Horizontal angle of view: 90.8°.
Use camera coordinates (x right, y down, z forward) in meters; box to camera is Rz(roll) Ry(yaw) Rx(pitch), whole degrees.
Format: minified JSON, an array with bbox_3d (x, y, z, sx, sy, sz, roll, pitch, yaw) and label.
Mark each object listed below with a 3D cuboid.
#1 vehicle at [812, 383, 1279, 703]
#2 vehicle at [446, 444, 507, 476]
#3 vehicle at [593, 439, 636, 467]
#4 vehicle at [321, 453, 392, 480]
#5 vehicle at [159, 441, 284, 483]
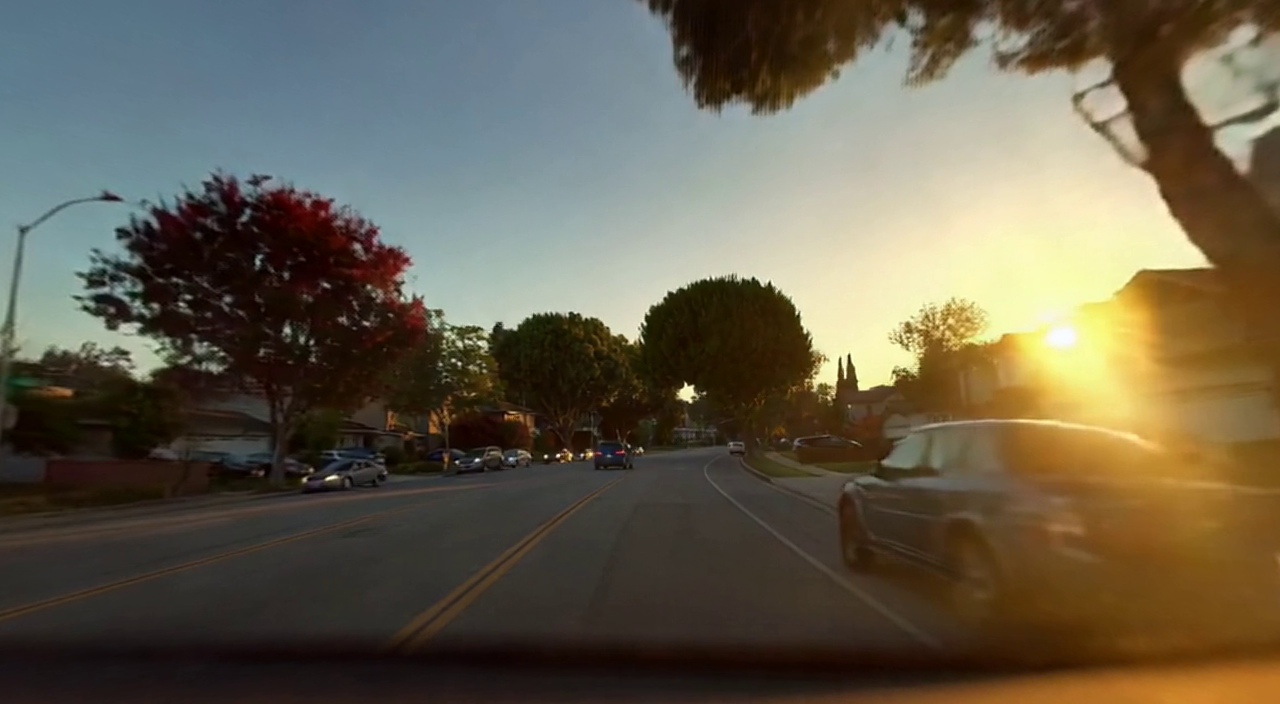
[{"bbox_3d":[3.444,1.331,5.287,2.558,1.636,5.261,0,-8,0],"label":"vehicle"},{"bbox_3d":[-11.274,7.482,44.081,2.157,1.882,5.479,-6,-9,7],"label":"vehicle"},{"bbox_3d":[-1.650,6.719,42.203,2.135,1.731,4.232,-1,-8,8],"label":"vehicle"},{"bbox_3d":[-16.529,6.673,37.047,1.872,1.396,4.150,-1,-8,7],"label":"vehicle"},{"bbox_3d":[-19.824,5.239,30.038,4.628,1.808,1.899,0,-12,6],"label":"vehicle"}]
